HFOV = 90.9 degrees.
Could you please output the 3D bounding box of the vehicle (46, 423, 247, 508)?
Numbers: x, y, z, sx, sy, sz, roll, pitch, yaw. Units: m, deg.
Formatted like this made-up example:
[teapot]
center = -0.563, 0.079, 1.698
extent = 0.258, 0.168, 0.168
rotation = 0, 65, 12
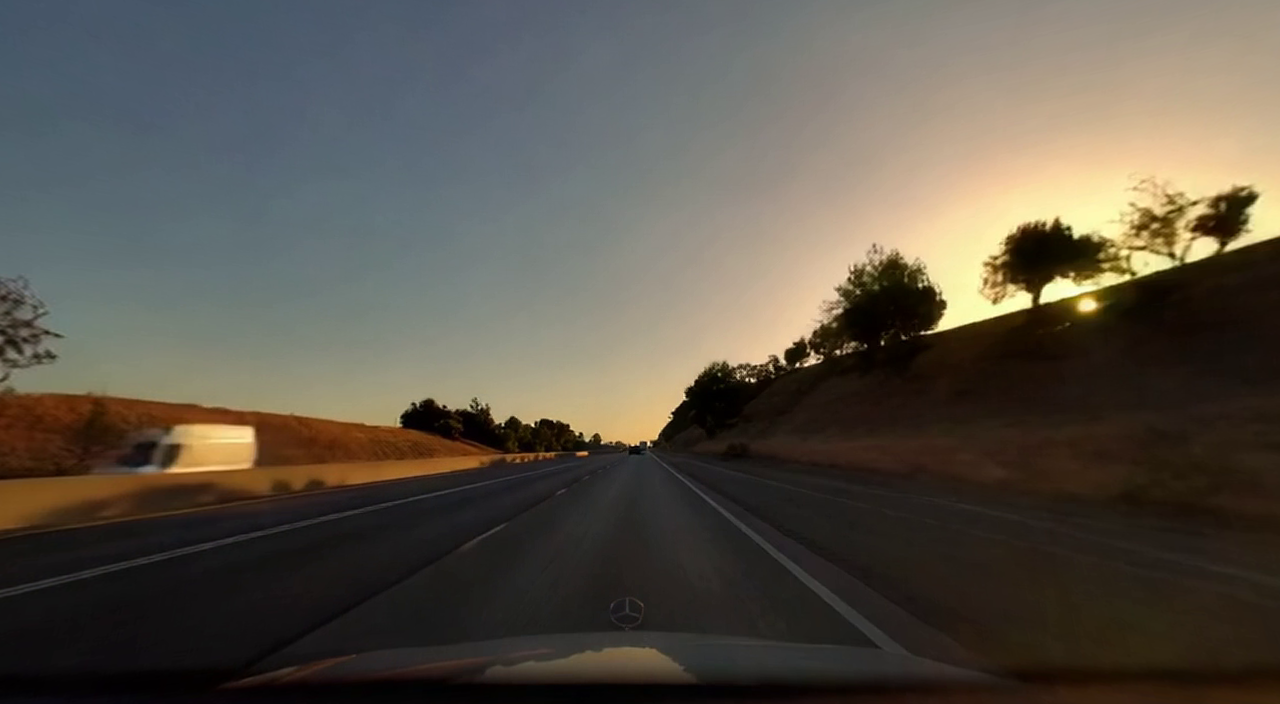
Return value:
[vehicle]
center = -17.184, 3.977, 22.549
extent = 2.458, 2.554, 5.777
rotation = -2, -9, 0
